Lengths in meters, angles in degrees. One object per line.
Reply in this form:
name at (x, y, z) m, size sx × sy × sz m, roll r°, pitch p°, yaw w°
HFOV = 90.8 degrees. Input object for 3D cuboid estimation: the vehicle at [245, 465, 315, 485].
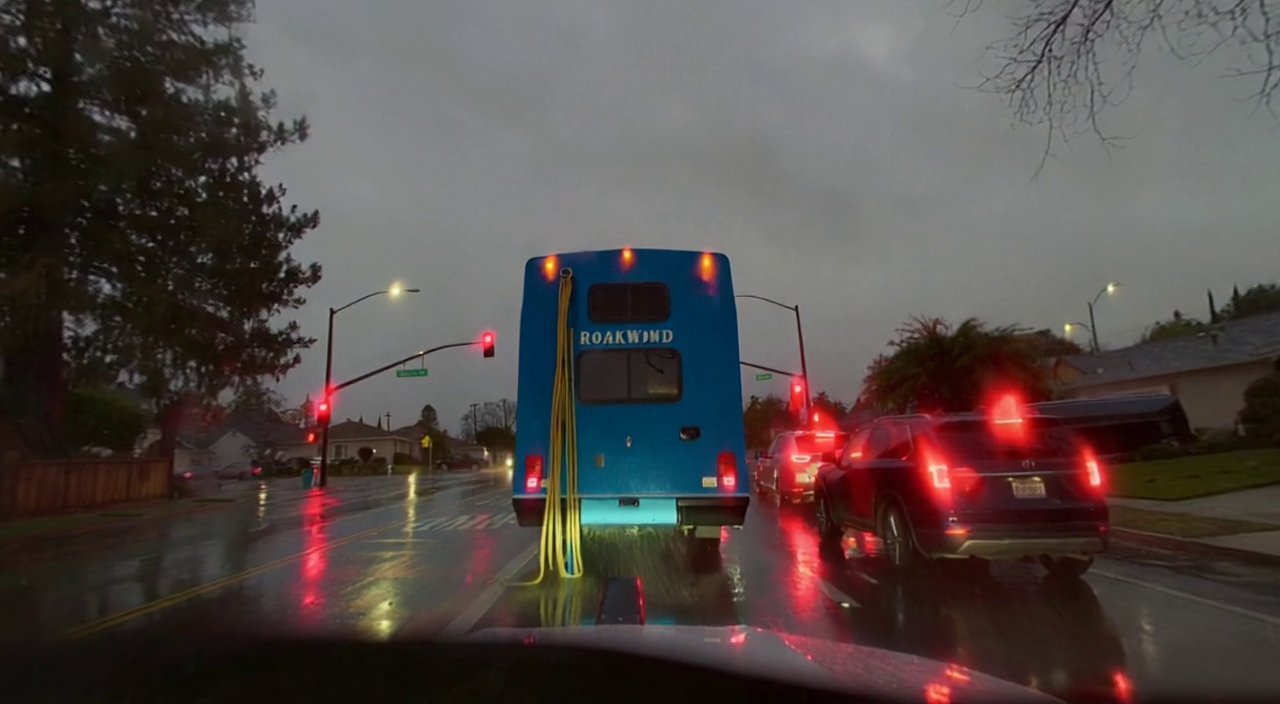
vehicle at (-27.417, 9.351, 48.138) m, size 4.187 × 1.445 × 1.809 m, roll 0°, pitch -9°, yaw 0°

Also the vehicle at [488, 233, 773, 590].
vehicle at (-0.099, 1.126, 10.327) m, size 2.709 × 3.511 × 8.213 m, roll 0°, pitch -9°, yaw 0°

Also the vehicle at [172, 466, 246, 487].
vehicle at (-32.676, 9.403, 47.950) m, size 4.311 × 1.458 × 1.707 m, roll 0°, pitch -9°, yaw -3°

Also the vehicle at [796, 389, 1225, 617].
vehicle at (3.406, 1.492, 7.137) m, size 2.104 × 1.735 × 4.408 m, roll 0°, pitch -9°, yaw 0°
